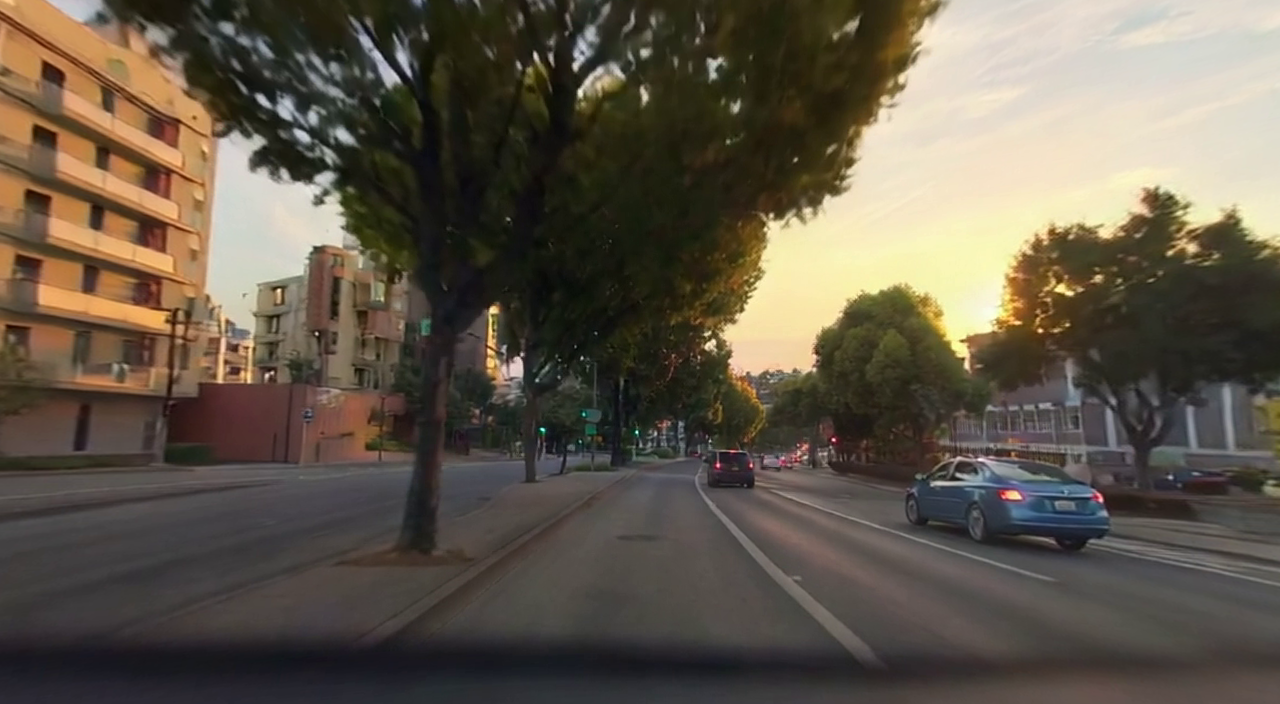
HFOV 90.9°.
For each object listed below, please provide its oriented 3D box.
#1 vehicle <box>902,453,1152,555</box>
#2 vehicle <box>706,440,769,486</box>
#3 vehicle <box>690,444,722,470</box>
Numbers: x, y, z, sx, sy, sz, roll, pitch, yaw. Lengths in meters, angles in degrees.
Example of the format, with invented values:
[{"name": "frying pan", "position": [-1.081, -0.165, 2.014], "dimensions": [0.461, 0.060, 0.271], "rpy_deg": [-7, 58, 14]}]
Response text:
[{"name": "vehicle", "position": [6.975, 2.737, 12.121], "dimensions": [1.899, 1.496, 4.559], "rpy_deg": [0, -8, 0]}, {"name": "vehicle", "position": [4.241, 4.887, 28.136], "dimensions": [2.154, 1.844, 4.634], "rpy_deg": [0, -8, 1]}, {"name": "vehicle", "position": [4.964, 7.950, 47.963], "dimensions": [2.102, 1.859, 4.349], "rpy_deg": [0, -9, 1]}]
